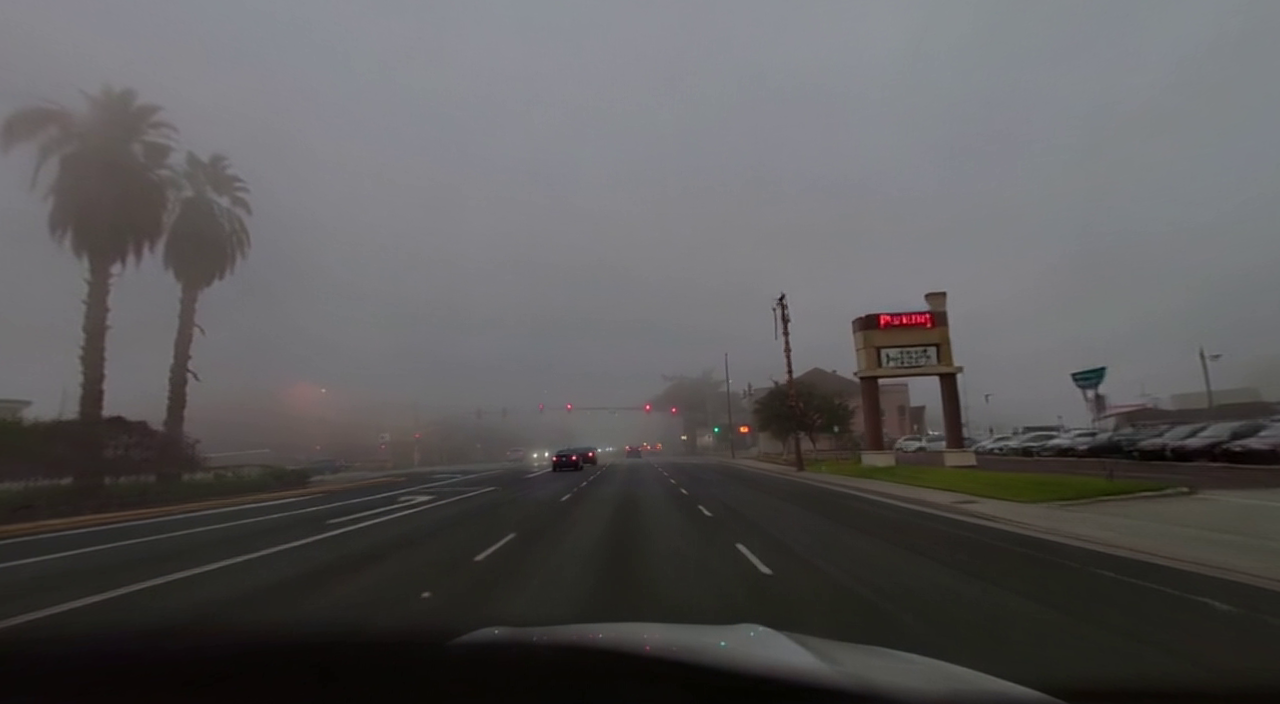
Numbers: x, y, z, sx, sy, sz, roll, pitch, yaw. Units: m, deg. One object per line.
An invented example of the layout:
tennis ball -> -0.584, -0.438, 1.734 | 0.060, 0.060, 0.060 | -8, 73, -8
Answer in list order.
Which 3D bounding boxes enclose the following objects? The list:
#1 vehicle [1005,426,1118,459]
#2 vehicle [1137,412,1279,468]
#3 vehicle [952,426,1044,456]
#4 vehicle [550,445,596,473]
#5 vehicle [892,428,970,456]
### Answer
vehicle -> 21.396, 4.674, 32.313 | 4.505, 1.584, 2.015 | -5, -10, 27
vehicle -> 21.273, 3.181, 22.675 | 4.764, 1.846, 2.370 | -4, -9, 21
vehicle -> 21.625, 5.438, 38.362 | 4.600, 1.677, 1.980 | -5, -10, 26
vehicle -> -3.678, 5.990, 35.546 | 2.181, 1.483, 4.123 | 0, -9, 0
vehicle -> 20.744, 6.441, 45.035 | 4.753, 1.809, 2.016 | -6, -9, 28
